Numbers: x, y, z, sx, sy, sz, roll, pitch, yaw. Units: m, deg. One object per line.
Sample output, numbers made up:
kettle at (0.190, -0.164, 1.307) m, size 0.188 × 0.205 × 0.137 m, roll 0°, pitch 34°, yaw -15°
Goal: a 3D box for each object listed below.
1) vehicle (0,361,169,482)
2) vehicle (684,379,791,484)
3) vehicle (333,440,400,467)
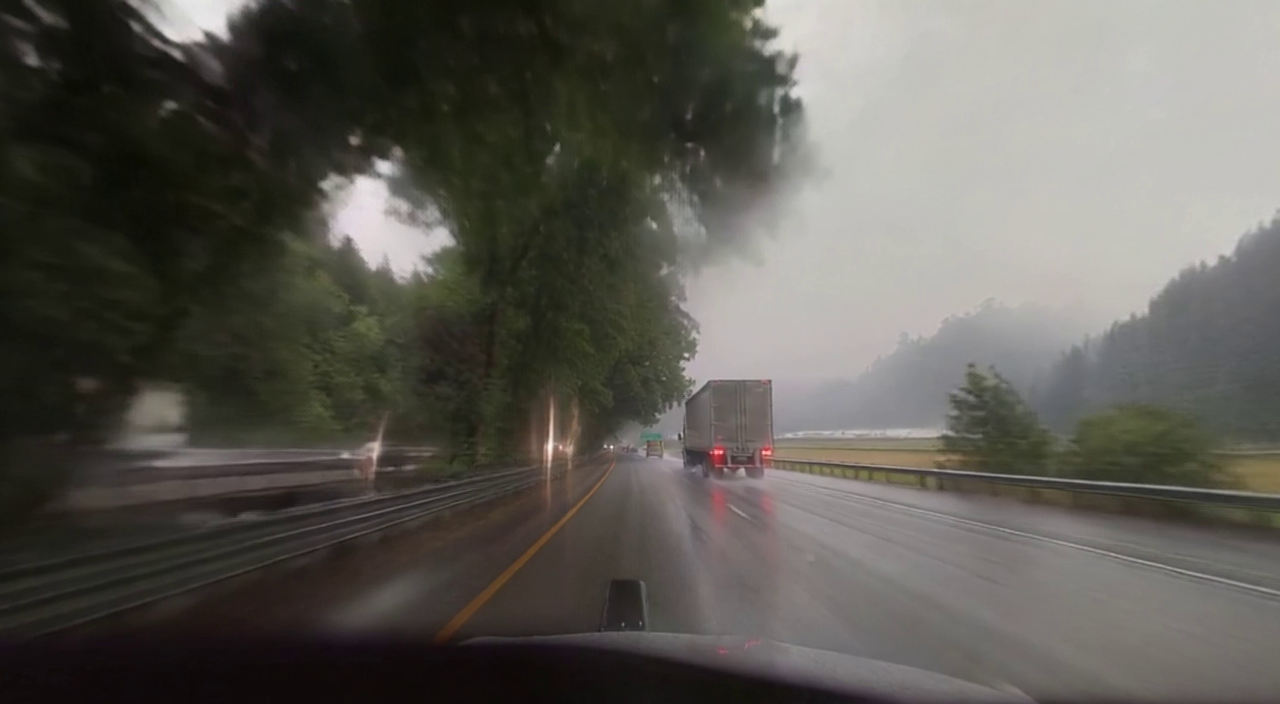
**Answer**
vehicle at (-19.392, 2.336, 20.163) m, size 2.679 × 3.356 × 7.493 m, roll 0°, pitch -9°, yaw 0°
vehicle at (4.193, 4.077, 30.902) m, size 2.950 × 4.033 × 13.276 m, roll 0°, pitch -9°, yaw -1°
vehicle at (-15.773, 5.896, 36.616) m, size 1.865 × 1.464 × 4.619 m, roll 0°, pitch -9°, yaw -1°
